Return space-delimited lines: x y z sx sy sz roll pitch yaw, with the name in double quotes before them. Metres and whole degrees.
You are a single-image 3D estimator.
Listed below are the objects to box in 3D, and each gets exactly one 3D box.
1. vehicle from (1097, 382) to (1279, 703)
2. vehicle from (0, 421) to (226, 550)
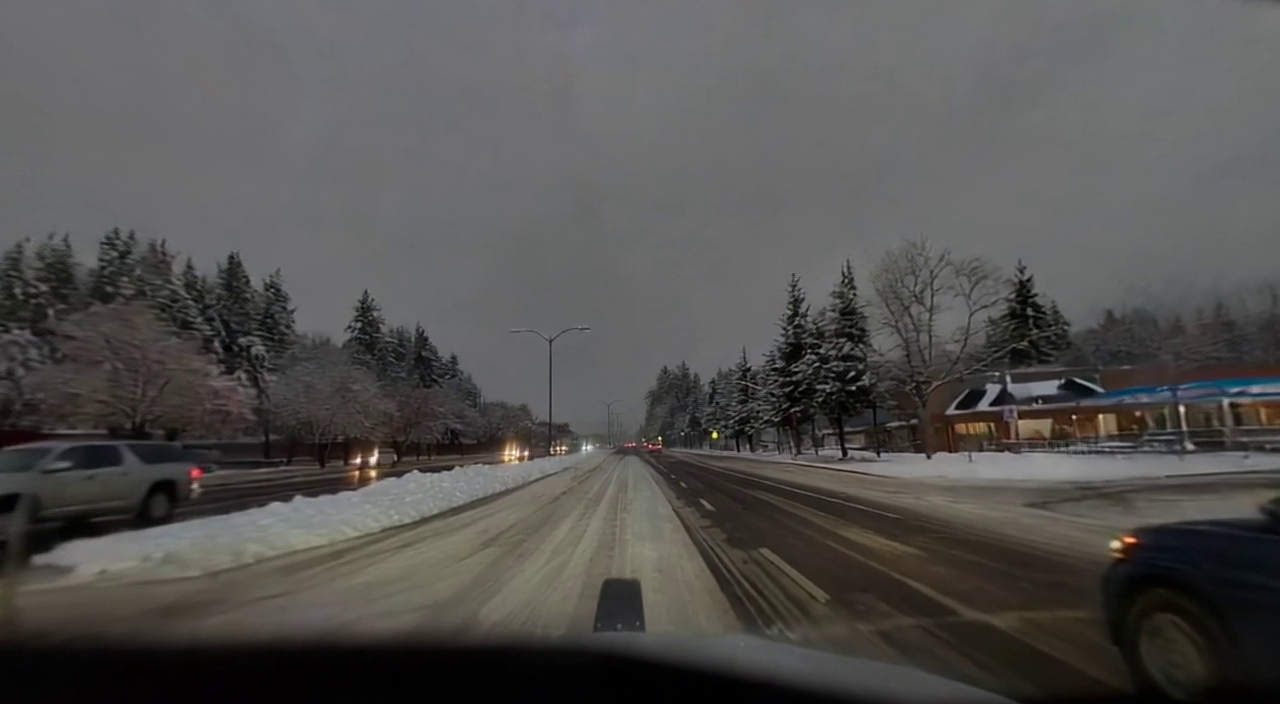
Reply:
"vehicle" 3.429 0.651 0.980 1.967 1.480 4.596 0 -8 0
"vehicle" -8.408 1.922 9.179 1.913 1.478 4.312 -4 -10 -1
